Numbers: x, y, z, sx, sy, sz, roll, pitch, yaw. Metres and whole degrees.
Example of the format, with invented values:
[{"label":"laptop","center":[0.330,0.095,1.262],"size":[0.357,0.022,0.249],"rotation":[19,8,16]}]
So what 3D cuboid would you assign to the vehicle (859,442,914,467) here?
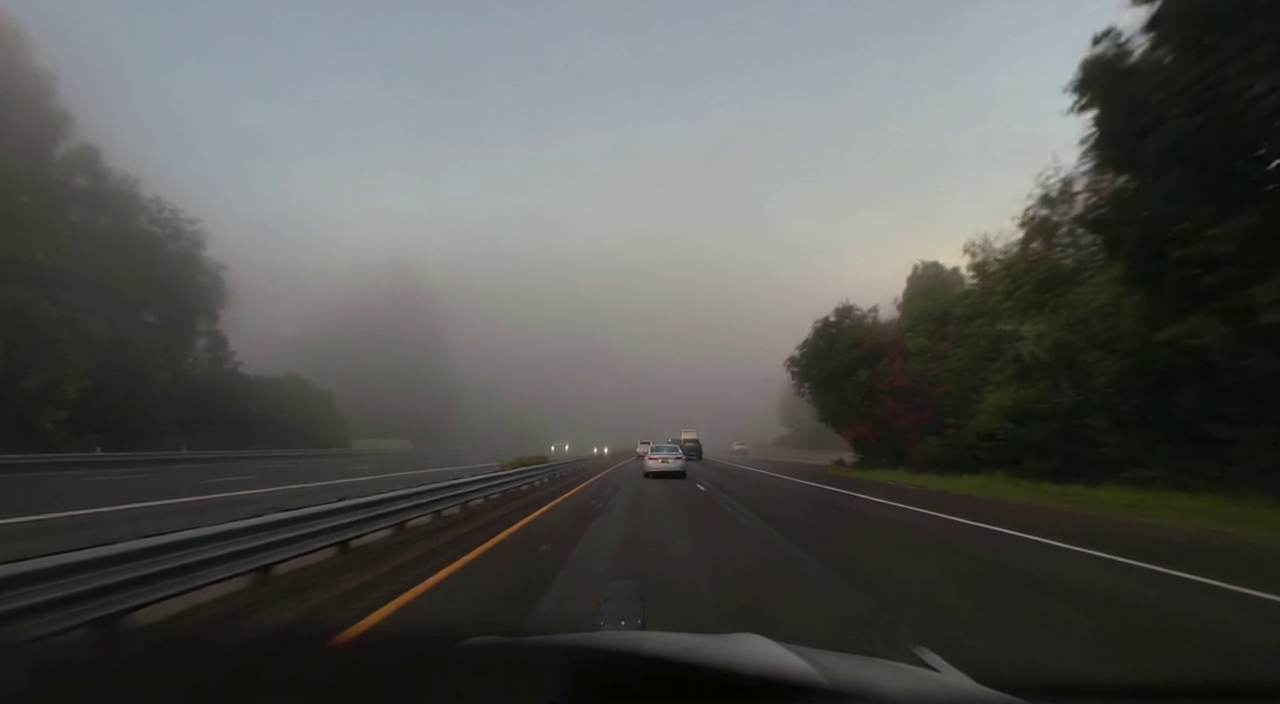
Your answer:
[{"label":"vehicle","center":[15.816,6.604,40.616],"size":[1.926,1.483,3.528],"rotation":[0,-9,-4]}]

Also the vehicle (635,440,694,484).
[{"label":"vehicle","center":[0.847,4.117,23.857],"size":[2.053,1.483,4.185],"rotation":[0,-9,0]}]
